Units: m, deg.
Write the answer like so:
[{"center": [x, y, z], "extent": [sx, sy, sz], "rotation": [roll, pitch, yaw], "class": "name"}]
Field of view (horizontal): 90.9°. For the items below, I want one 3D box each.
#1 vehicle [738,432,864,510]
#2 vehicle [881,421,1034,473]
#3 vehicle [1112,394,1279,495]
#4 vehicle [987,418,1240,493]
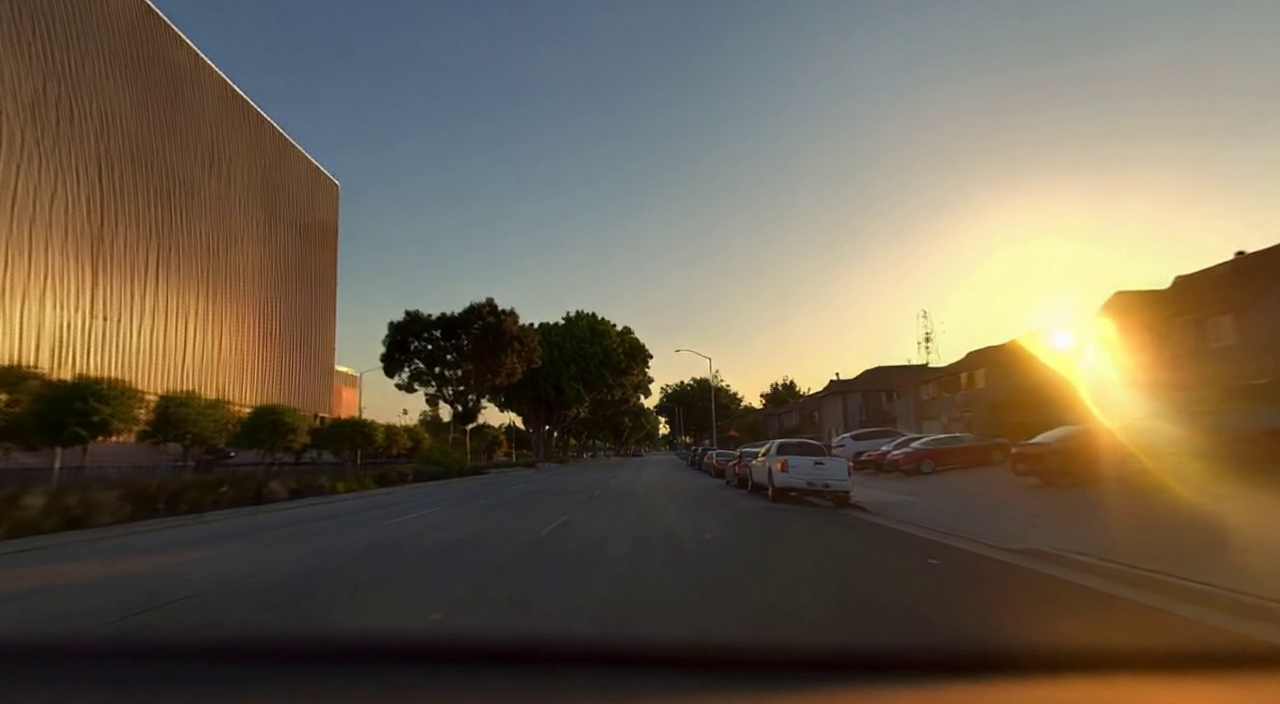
[{"center": [4.126, 3.148, 17.201], "extent": [2.078, 1.771, 5.174], "rotation": [0, -8, 0], "class": "vehicle"}, {"center": [12.173, 3.708, 24.495], "extent": [4.778, 1.520, 2.020], "rotation": [-6, -9, 7], "class": "vehicle"}, {"center": [12.417, 1.777, 12.761], "extent": [4.067, 1.732, 1.983], "rotation": [-3, -8, -5], "class": "vehicle"}, {"center": [11.490, 2.530, 15.511], "extent": [4.746, 1.332, 1.793], "rotation": [-4, -9, -2], "class": "vehicle"}]
